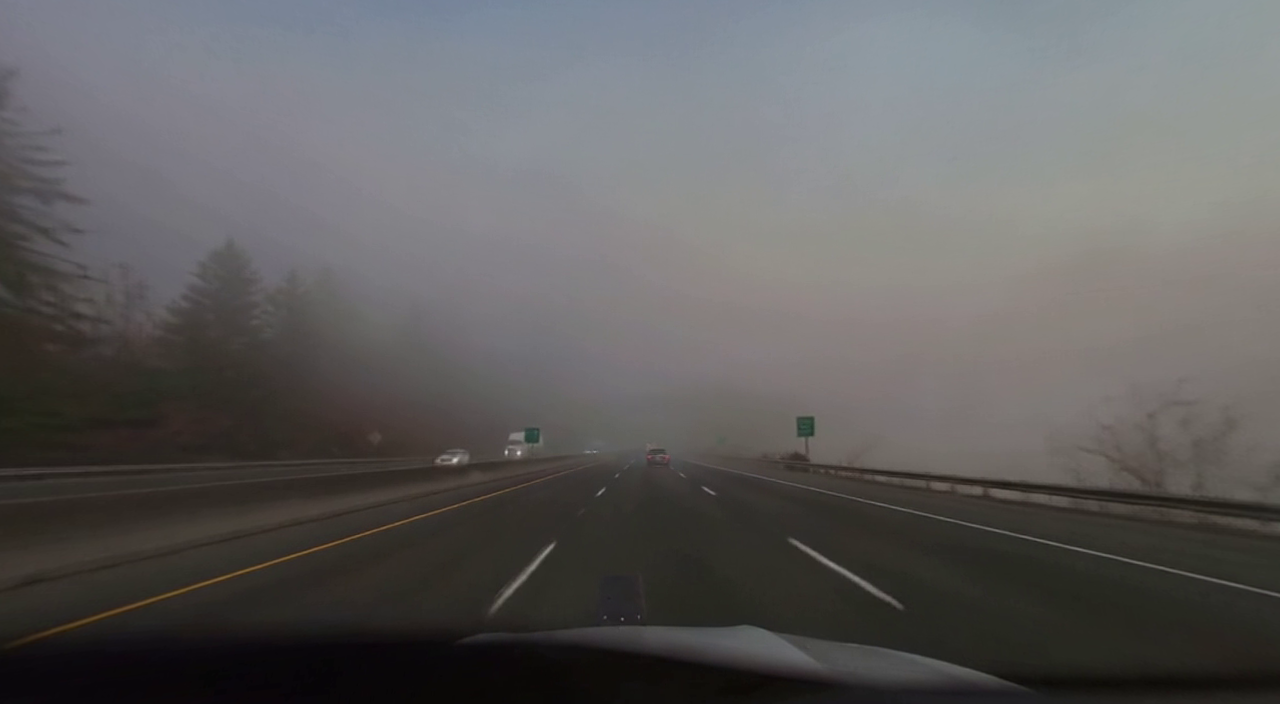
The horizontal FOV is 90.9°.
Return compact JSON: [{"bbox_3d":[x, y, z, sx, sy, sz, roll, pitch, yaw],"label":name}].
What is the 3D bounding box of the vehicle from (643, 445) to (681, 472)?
[{"bbox_3d":[1.336,6.742,40.075,2.231,1.652,4.503,0,-9,-1],"label":"vehicle"}]
